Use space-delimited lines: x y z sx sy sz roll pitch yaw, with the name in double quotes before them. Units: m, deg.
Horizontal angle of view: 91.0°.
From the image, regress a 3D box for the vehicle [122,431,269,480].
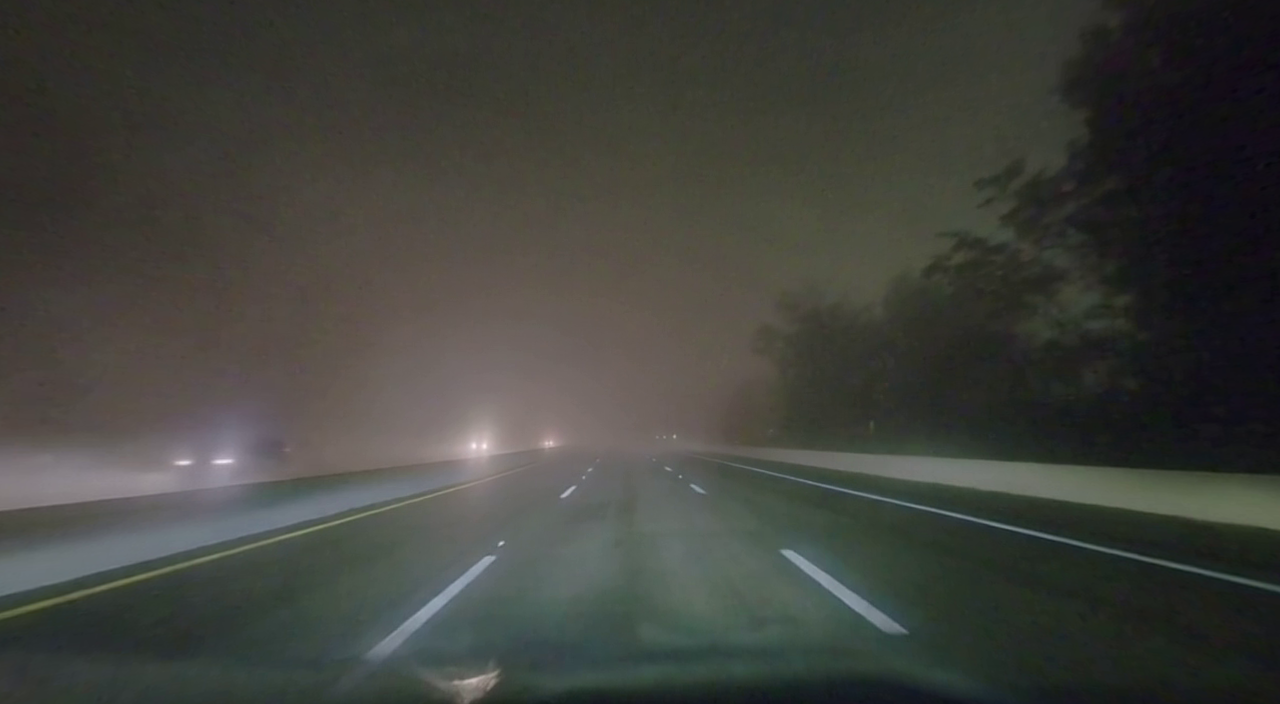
"vehicle" -15.907 3.715 22.924 1.923 1.544 4.791 0 -8 -1
